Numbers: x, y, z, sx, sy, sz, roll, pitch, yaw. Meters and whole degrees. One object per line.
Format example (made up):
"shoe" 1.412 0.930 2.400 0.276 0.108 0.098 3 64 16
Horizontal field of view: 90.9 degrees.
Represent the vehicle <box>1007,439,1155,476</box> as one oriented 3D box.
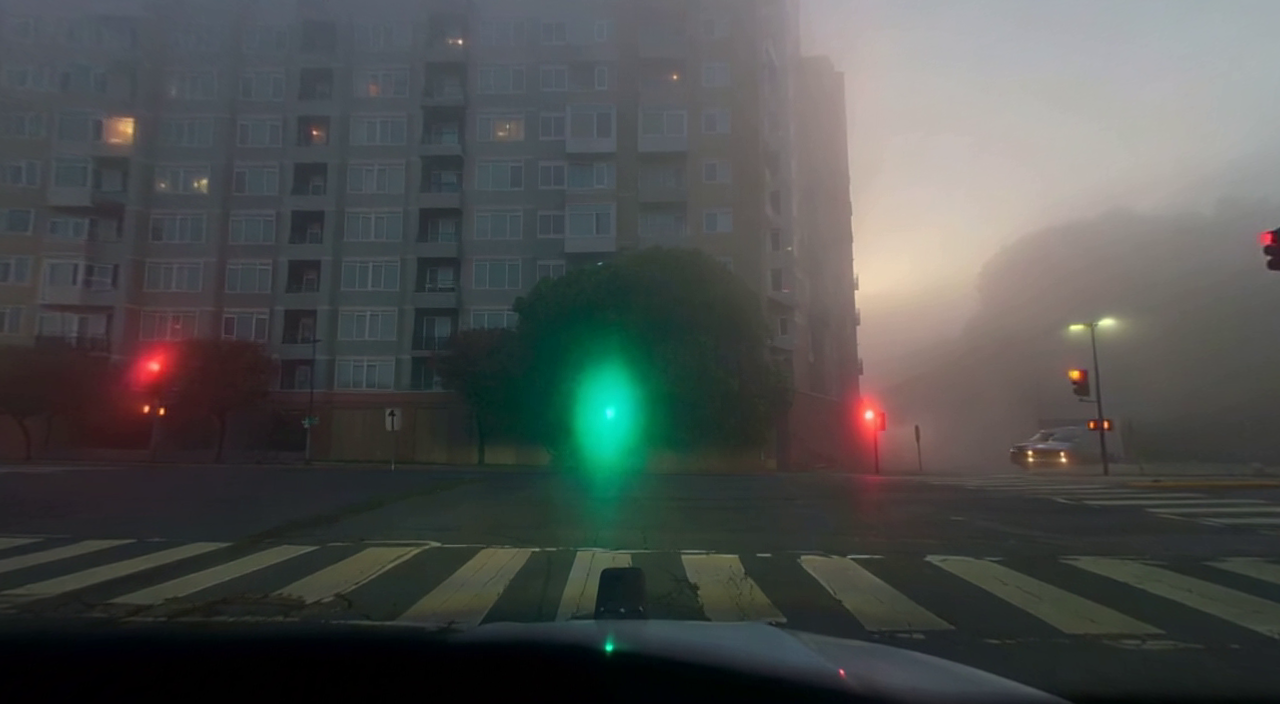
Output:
"vehicle" 18.555 4.462 26.702 4.823 1.458 1.914 0 -9 -1
